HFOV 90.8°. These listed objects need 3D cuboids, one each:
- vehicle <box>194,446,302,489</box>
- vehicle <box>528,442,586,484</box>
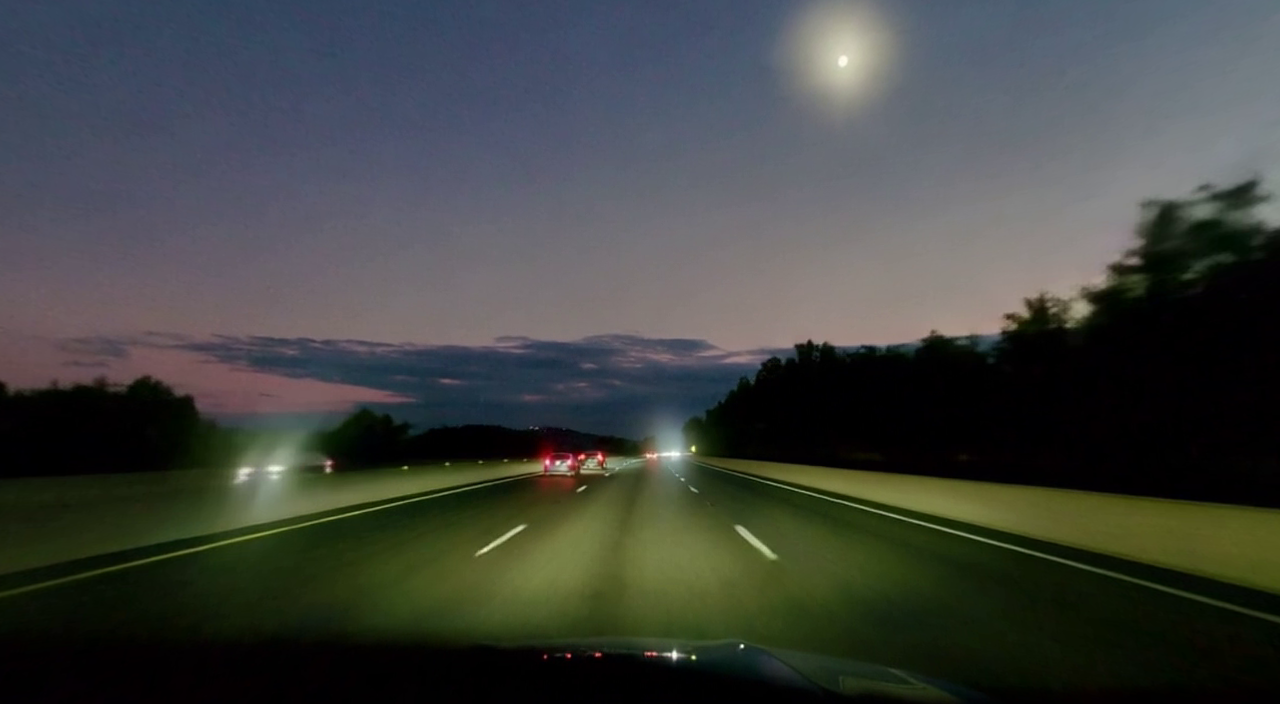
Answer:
[{"bbox_3d":[-17.095,5.037,27.808,2.020,1.743,4.226,0,-9,0],"label":"vehicle"},{"bbox_3d":[-3.383,4.615,26.465,1.846,1.600,4.108,0,-9,1],"label":"vehicle"}]
